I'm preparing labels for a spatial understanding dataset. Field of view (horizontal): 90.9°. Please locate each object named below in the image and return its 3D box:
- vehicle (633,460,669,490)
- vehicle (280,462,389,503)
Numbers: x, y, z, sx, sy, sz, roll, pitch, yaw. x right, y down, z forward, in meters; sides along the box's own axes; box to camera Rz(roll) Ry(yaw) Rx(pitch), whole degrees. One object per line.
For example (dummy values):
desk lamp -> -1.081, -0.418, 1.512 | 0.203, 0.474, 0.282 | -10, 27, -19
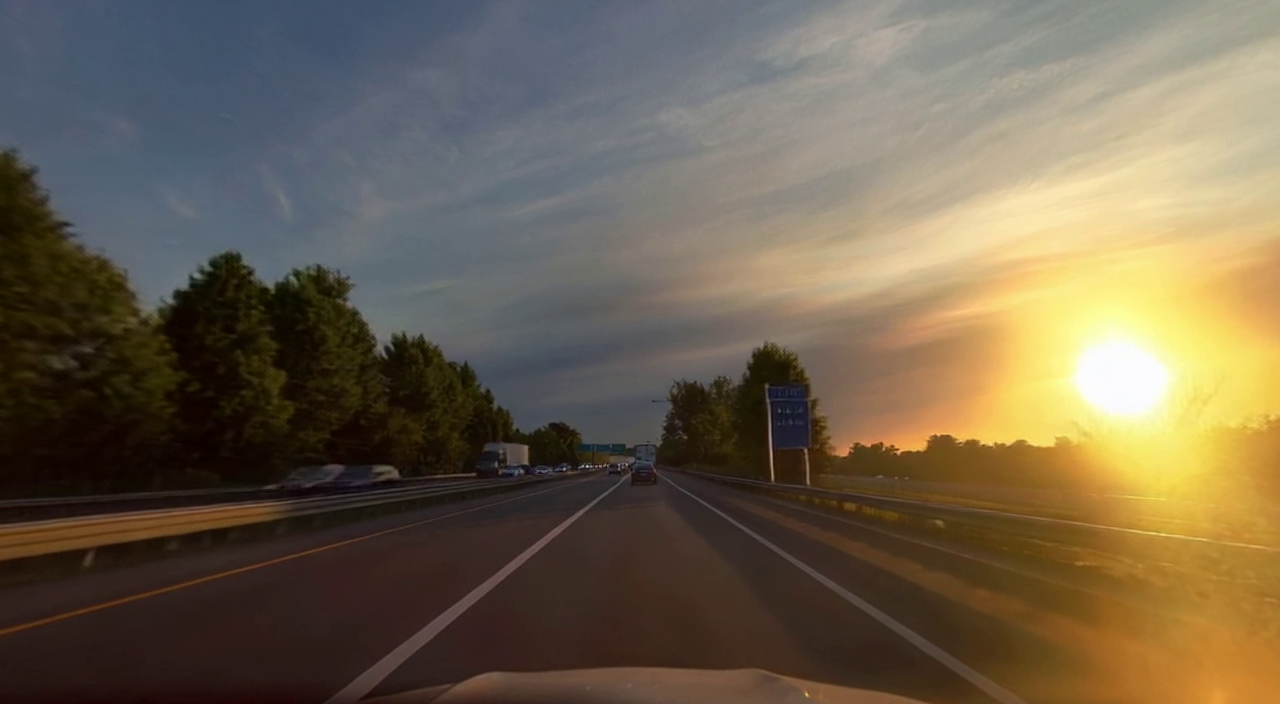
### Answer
vehicle -> 0.629, 7.325, 37.653 | 2.048, 1.663, 4.377 | 1, -10, 0
vehicle -> -12.292, 5.291, 25.809 | 1.883, 1.486, 4.813 | 0, -10, 2
